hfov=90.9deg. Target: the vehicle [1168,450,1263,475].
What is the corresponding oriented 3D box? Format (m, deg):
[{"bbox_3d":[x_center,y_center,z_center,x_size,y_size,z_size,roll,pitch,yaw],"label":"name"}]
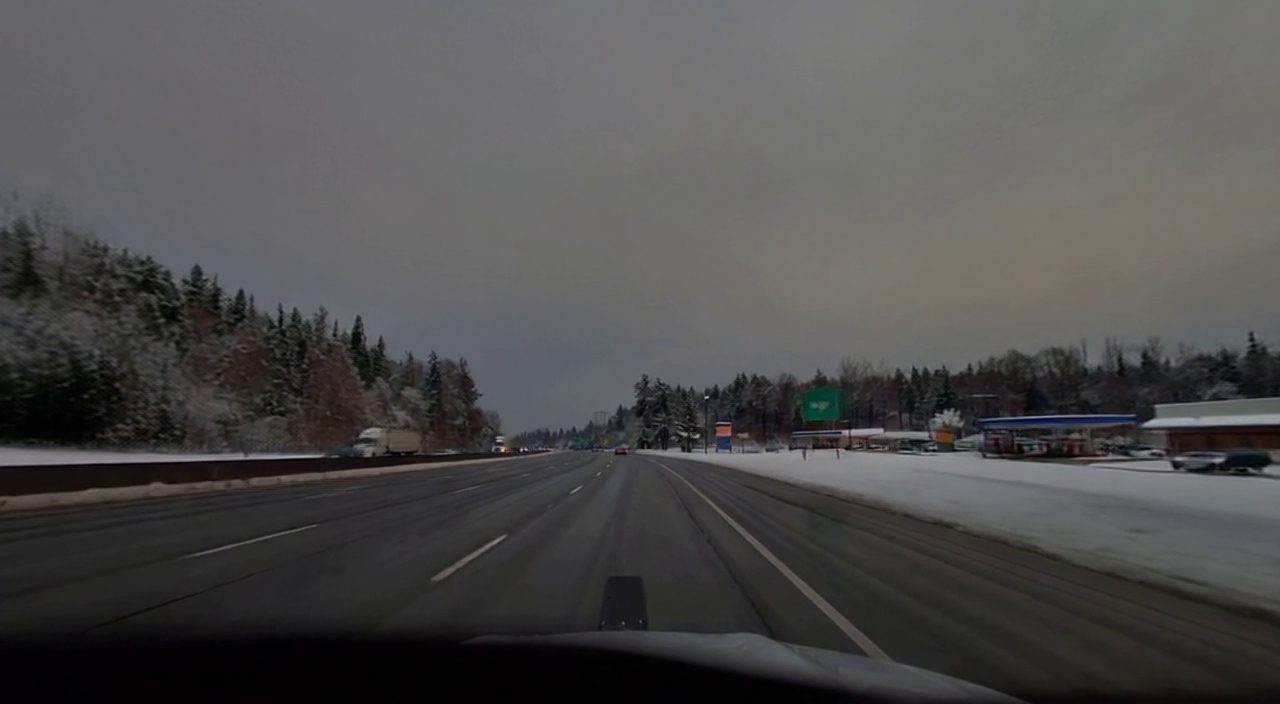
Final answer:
[{"bbox_3d":[42.745,8.201,46.958,4.689,1.732,2.075,-2,-8,12],"label":"vehicle"}]
